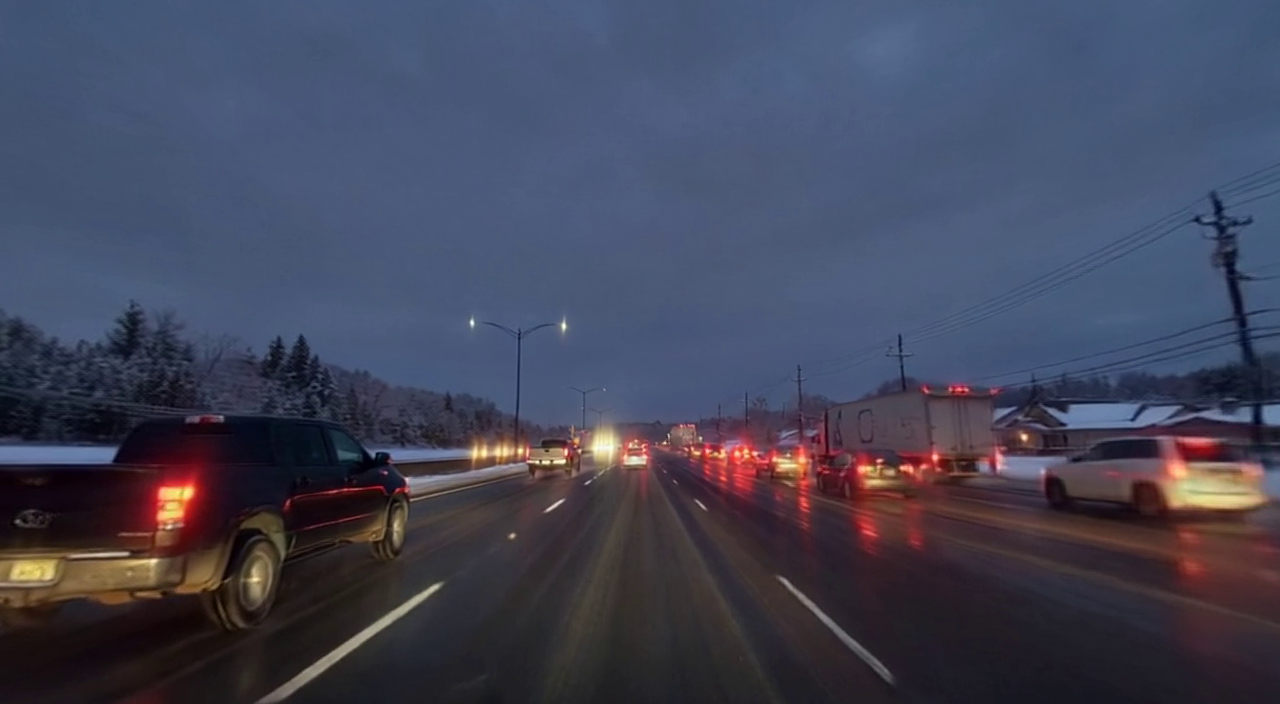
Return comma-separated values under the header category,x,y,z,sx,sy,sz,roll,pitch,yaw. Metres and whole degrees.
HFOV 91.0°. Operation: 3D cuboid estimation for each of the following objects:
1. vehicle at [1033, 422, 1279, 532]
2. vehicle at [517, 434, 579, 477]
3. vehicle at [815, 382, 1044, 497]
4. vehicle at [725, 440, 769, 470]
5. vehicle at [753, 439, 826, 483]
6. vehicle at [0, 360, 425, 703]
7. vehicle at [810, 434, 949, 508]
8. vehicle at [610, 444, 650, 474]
category,x,y,z,sx,sy,sz,roll,pitch,yaw
vehicle,10.494,2.371,12.634,2.046,1.754,4.862,0,-8,0
vehicle,-4.195,4.817,29.557,2.147,1.825,4.602,0,-8,1
vehicle,10.293,3.476,24.829,3.442,3.405,11.948,0,-8,0
vehicle,6.503,6.265,38.597,1.977,1.705,4.078,0,-8,0
vehicle,6.061,4.435,26.015,1.989,1.642,4.082,0,-8,0
vehicle,-3.573,1.197,4.978,2.127,1.705,4.374,0,-8,1
vehicle,5.755,2.891,15.775,1.956,1.576,4.211,0,-8,2
vehicle,-0.496,5.817,34.632,2.060,1.508,4.308,0,-8,0
